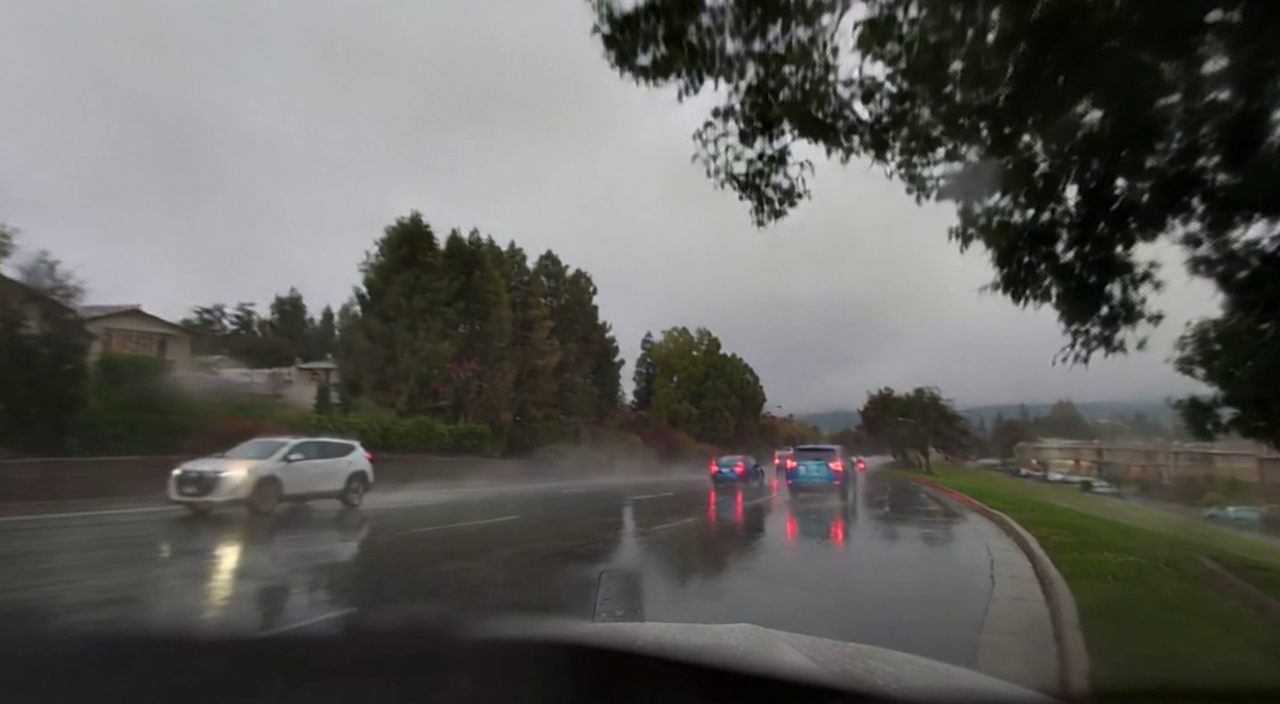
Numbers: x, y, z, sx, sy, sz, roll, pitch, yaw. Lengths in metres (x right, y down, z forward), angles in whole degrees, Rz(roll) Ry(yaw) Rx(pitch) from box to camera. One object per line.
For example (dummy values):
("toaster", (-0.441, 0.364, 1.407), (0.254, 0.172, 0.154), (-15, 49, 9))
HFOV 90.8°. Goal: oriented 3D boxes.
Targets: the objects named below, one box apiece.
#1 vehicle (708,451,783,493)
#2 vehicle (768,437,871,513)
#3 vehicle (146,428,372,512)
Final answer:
("vehicle", (4.648, 5.081, 27.230), (2.123, 1.592, 4.505), (-4, -9, 23))
("vehicle", (5.209, 3.370, 17.926), (2.125, 1.830, 4.370), (-4, -9, 24))
("vehicle", (-9.496, 2.940, 16.272), (1.973, 1.826, 4.538), (-4, -9, 25))
